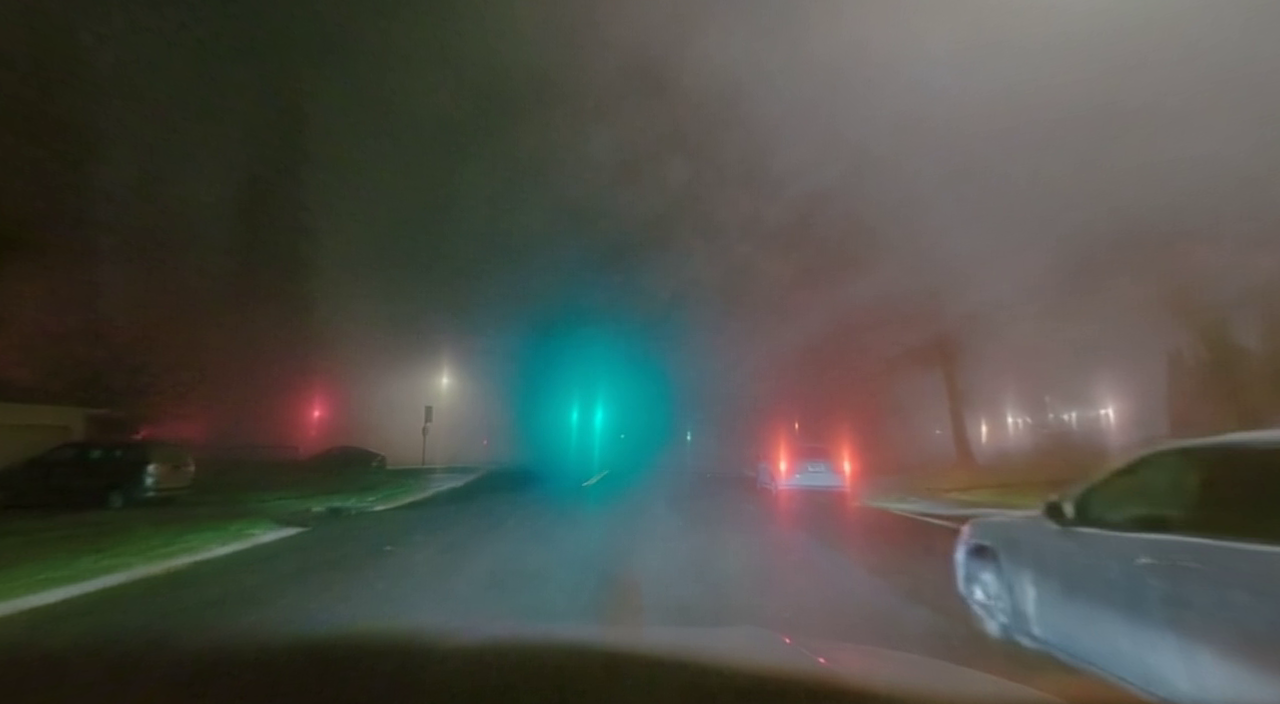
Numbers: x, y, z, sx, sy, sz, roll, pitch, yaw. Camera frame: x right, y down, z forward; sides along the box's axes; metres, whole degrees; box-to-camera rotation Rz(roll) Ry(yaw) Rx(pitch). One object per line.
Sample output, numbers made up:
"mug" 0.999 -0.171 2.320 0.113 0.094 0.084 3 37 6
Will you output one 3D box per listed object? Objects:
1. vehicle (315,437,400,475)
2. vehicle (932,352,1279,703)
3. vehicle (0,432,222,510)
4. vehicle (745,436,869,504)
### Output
"vehicle" -13.313 4.927 30.057 2.003 1.637 4.297 0 -8 0
"vehicle" 3.089 0.838 2.248 2.037 1.595 4.536 0 -8 2
"vehicle" -13.632 3.001 16.192 4.379 1.822 2.038 -1 -8 3
"vehicle" 4.091 2.954 16.370 2.065 1.478 4.828 0 -8 2
